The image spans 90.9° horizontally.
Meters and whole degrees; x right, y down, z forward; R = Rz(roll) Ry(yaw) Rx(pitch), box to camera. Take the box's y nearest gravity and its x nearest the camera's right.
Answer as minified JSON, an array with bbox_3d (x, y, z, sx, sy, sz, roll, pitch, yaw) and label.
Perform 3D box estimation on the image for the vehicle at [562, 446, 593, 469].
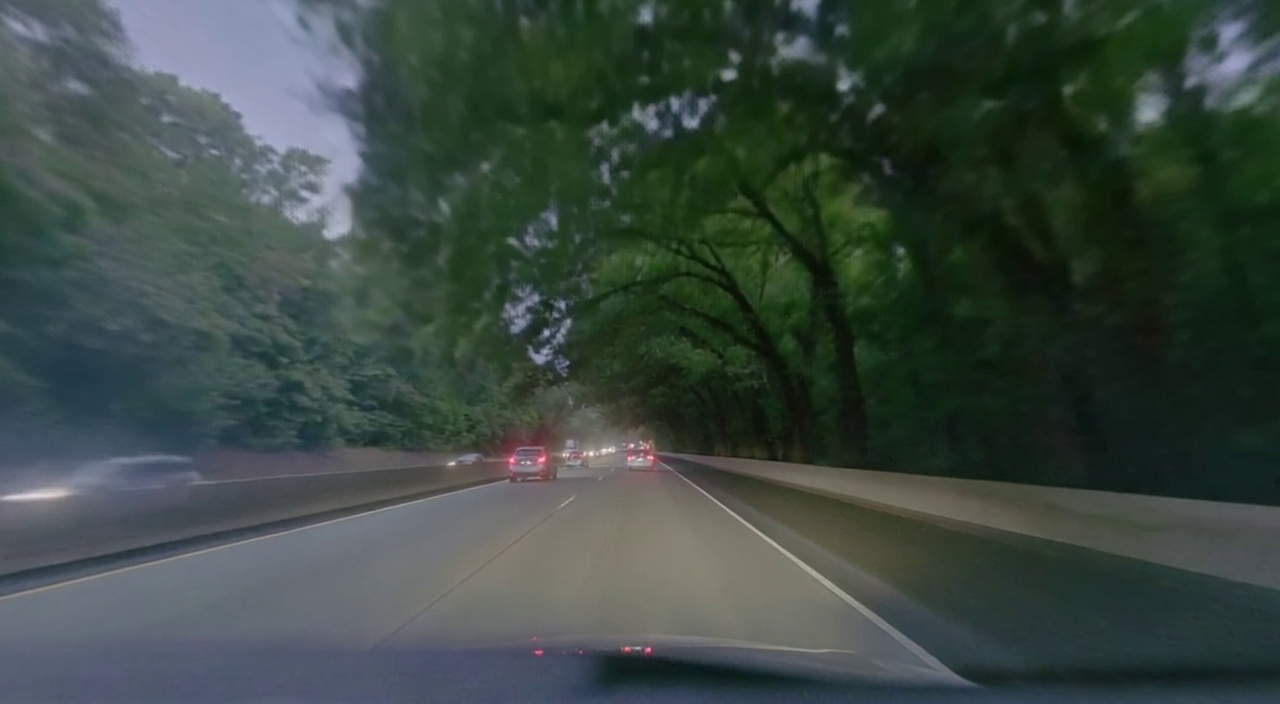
[{"bbox_3d":[-4.536,7.732,46.156,1.834,1.615,3.624,0,-9,0],"label":"vehicle"}]

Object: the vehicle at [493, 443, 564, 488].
[{"bbox_3d":[-4.149,4.302,24.114,1.978,1.538,3.755,0,-9,1],"label":"vehicle"}]

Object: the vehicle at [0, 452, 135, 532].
[{"bbox_3d":[-12.773,2.767,12.716,1.761,1.468,4.061,0,-9,0],"label":"vehicle"}]

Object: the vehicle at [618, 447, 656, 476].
[{"bbox_3d":[-0.153,5.995,34.801,2.001,1.490,3.914,0,-9,0],"label":"vehicle"}]
